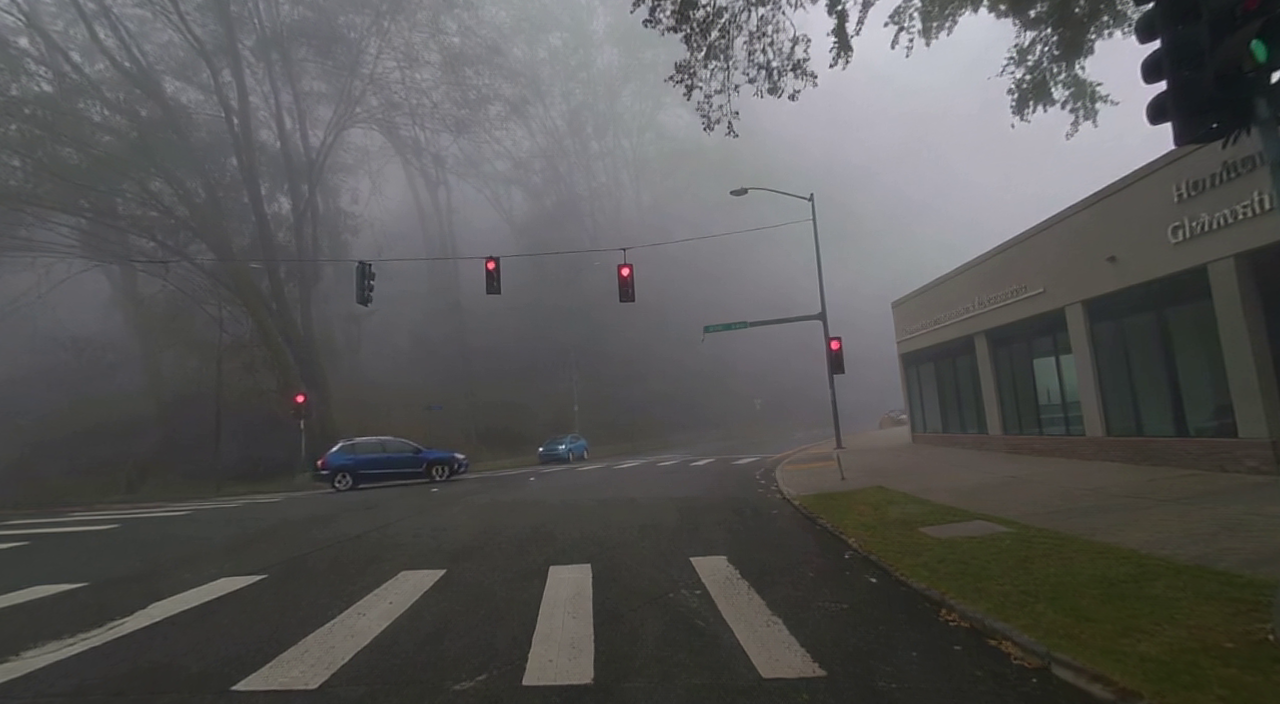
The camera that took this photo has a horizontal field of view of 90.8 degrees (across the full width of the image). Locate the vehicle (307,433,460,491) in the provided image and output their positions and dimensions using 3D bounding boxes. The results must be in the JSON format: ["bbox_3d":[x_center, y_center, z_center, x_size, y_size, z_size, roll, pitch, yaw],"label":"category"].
[{"bbox_3d":[-8.865,3.841,22.317,4.715,1.745,2.026,0,-9,-14],"label":"vehicle"}]

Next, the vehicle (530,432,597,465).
[{"bbox_3d":[-4.452,5.752,37.727,2.244,1.792,4.648,-3,-9,17],"label":"vehicle"}]
